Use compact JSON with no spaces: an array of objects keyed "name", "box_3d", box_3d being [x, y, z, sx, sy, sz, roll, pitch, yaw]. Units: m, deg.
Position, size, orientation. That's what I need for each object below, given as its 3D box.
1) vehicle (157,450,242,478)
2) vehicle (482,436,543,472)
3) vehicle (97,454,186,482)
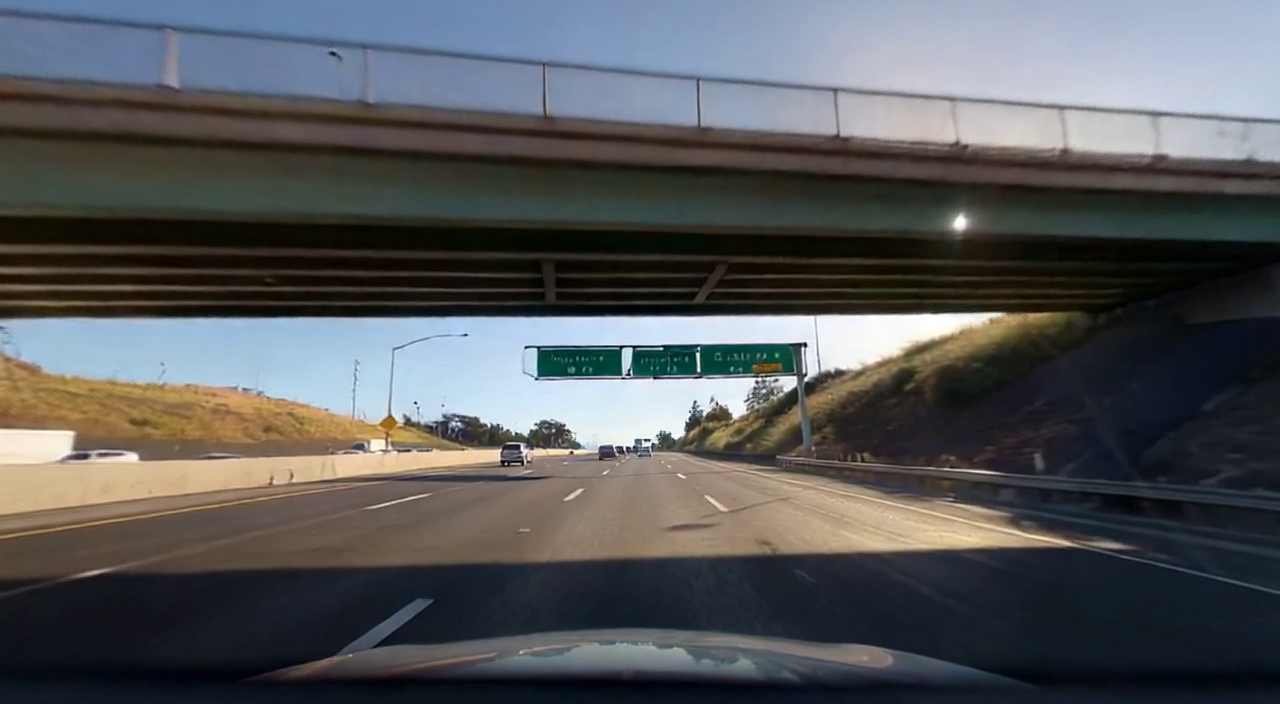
[{"name":"vehicle","box_3d":[-27.374,6.949,39.324,1.929,1.631,4.603,0,-9,1]},{"name":"vehicle","box_3d":[-7.418,5.990,37.233,2.341,1.959,5.684,0,-9,1]},{"name":"vehicle","box_3d":[-30.934,7.184,39.248,1.903,1.531,4.456,0,-9,0]}]
